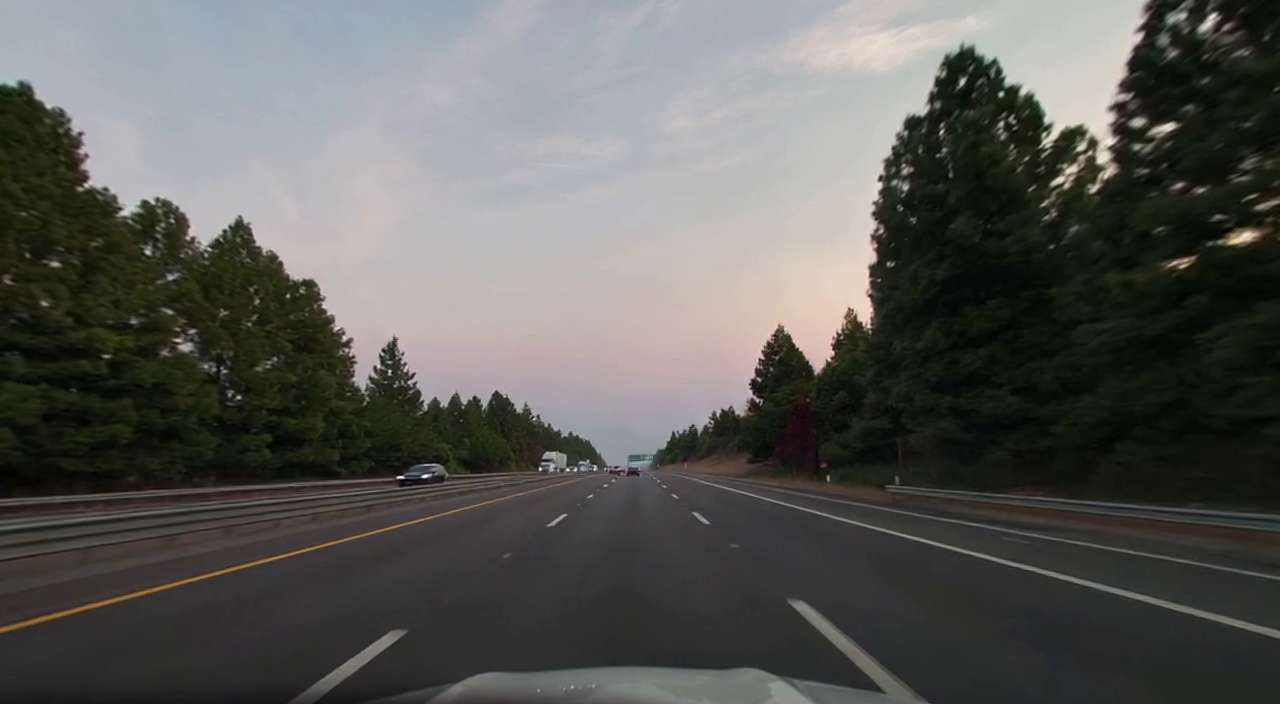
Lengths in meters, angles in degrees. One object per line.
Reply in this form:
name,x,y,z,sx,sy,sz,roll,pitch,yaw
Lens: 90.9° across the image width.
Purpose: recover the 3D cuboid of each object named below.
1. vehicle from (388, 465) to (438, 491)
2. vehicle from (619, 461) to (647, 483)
vehicle,-12.883,7.157,35.959,1.670,1.378,3.363,-1,-10,-1
vehicle,-0.530,9.337,49.000,2.065,1.633,4.130,1,-11,-1
